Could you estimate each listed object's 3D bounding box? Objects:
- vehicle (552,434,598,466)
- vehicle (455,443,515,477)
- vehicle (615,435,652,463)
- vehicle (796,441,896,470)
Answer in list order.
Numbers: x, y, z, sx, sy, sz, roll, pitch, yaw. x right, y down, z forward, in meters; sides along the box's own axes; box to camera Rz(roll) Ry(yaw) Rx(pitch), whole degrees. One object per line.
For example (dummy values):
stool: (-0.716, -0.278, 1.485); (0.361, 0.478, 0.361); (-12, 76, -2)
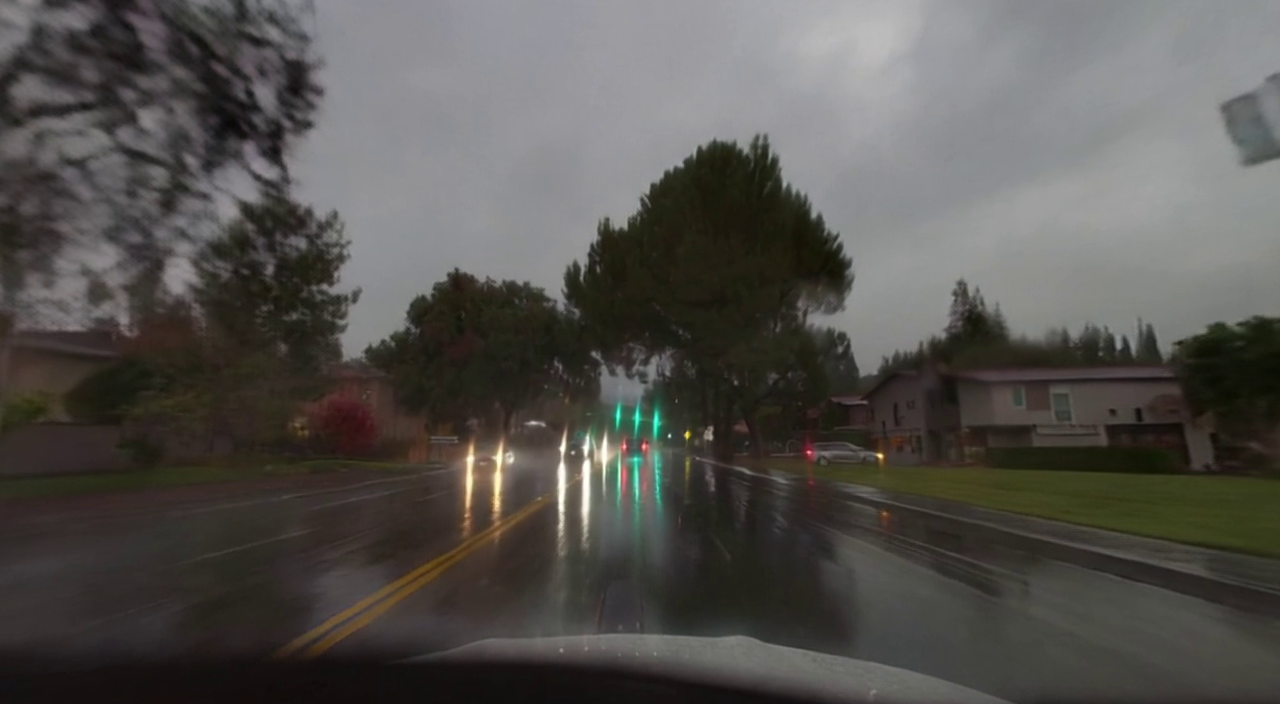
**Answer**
vehicle: (-4.185, 6.475, 41.675); (2.429, 1.953, 5.345); (0, -9, 1)
vehicle: (-7.432, 5.210, 30.710); (1.961, 1.510, 3.827); (0, -9, 0)
vehicle: (-0.394, 7.129, 46.382); (2.554, 1.902, 5.329); (0, -9, 1)
vehicle: (11.110, 5.605, 34.289); (4.697, 1.462, 1.881); (0, -8, -2)
